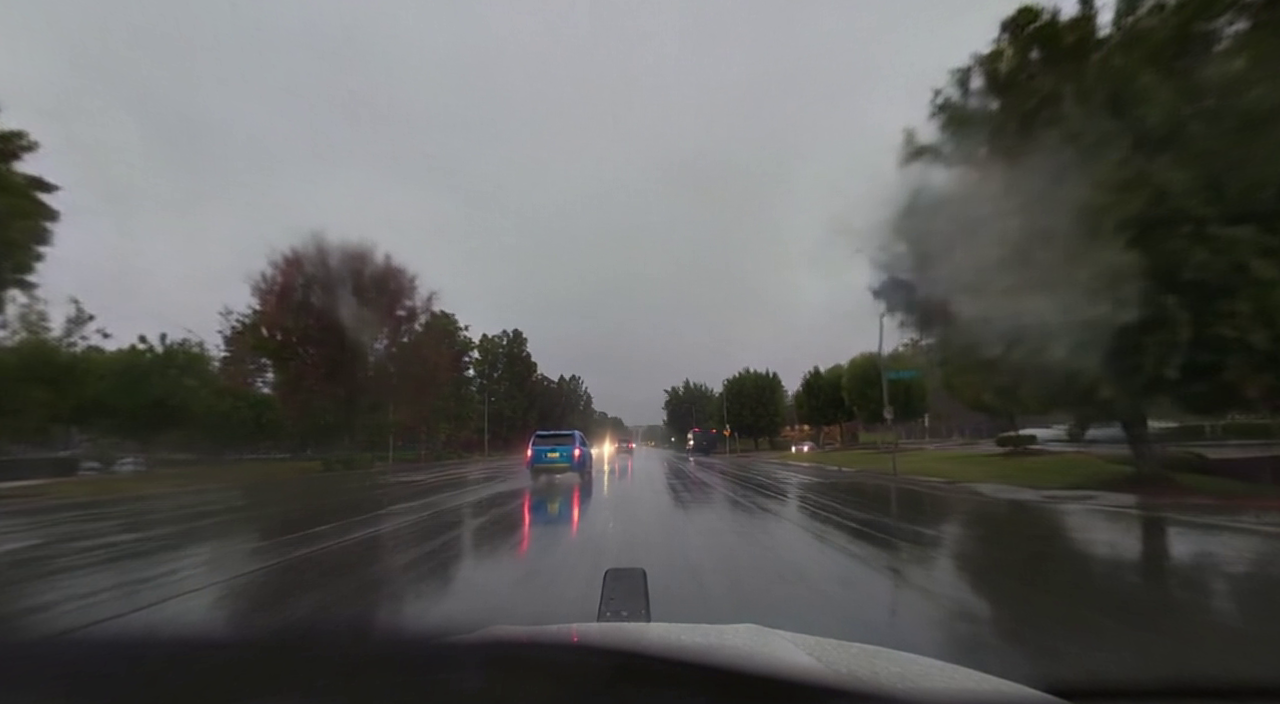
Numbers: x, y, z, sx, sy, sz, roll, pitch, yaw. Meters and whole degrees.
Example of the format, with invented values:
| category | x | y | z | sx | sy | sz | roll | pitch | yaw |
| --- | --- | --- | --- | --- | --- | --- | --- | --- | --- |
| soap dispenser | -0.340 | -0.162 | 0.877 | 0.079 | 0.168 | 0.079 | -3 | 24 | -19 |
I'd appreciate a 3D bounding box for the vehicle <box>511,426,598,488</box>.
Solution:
| category | x | y | z | sx | sy | sz | roll | pitch | yaw |
| --- | --- | --- | --- | --- | --- | --- | --- | --- | --- |
| vehicle | -2.744 | 3.529 | 21.485 | 2.179 | 1.851 | 4.756 | 0 | -8 | 2 |
